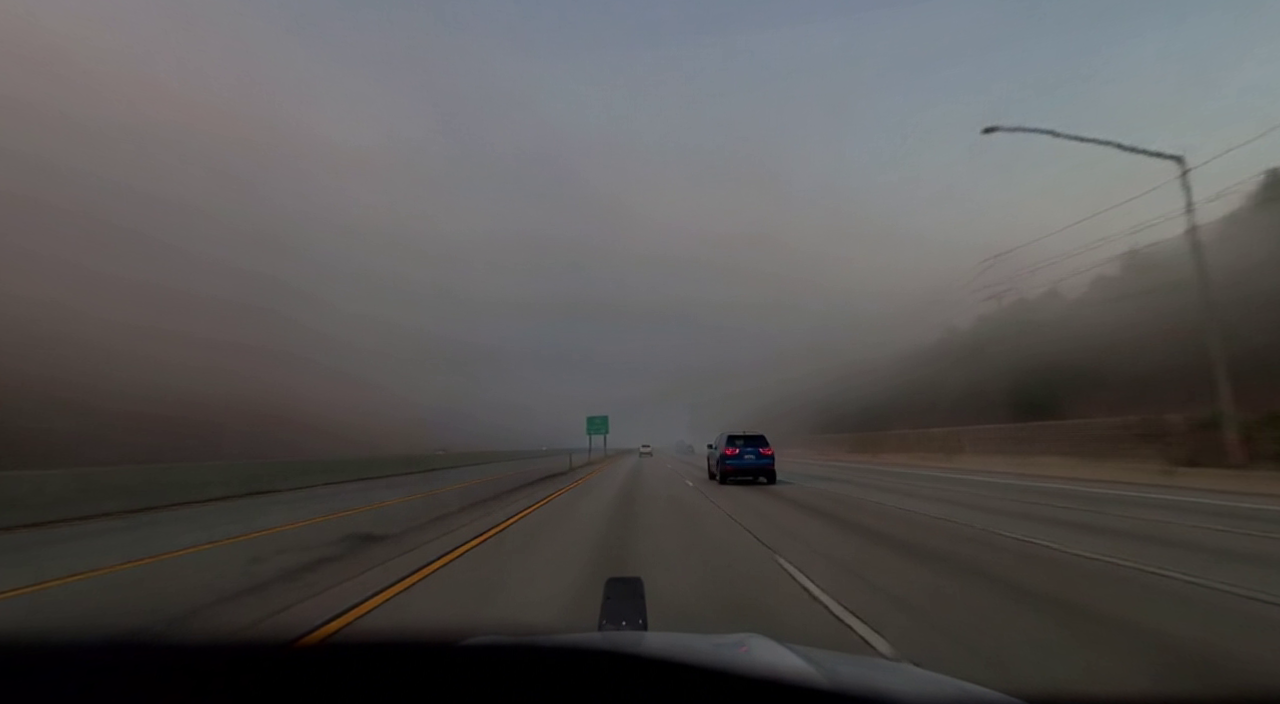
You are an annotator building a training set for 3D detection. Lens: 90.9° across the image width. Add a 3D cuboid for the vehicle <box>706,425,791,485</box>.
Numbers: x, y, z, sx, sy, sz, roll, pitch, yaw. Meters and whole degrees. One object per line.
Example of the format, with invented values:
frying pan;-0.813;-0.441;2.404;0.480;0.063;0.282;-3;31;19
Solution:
vehicle;3.586;3.503;21.722;2.120;1.832;4.287;0;-8;-1
